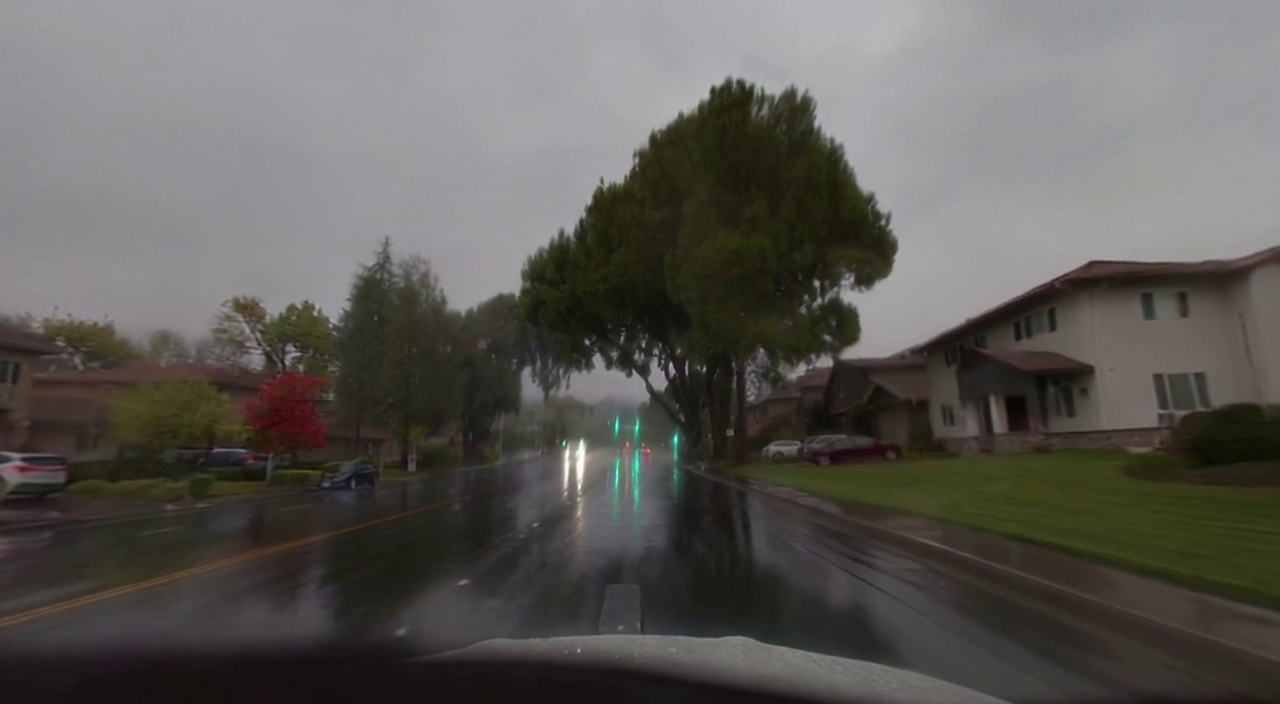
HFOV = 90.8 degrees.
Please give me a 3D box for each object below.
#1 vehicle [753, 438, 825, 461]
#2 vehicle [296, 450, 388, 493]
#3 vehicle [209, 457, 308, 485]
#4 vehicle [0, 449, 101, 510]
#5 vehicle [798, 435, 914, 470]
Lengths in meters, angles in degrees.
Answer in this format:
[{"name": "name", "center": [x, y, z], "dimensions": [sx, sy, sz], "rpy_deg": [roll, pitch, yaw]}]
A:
[{"name": "vehicle", "center": [10.679, 7.014, 45.429], "dimensions": [4.675, 1.520, 1.925], "rpy_deg": [0, -9, 0]}, {"name": "vehicle", "center": [-14.410, 5.755, 30.957], "dimensions": [2.008, 1.908, 5.305], "rpy_deg": [0, -9, -1]}, {"name": "vehicle", "center": [-21.135, 6.604, 35.086], "dimensions": [4.284, 1.431, 1.811], "rpy_deg": [0, -9, 0]}, {"name": "vehicle", "center": [-21.159, 4.181, 20.929], "dimensions": [4.756, 1.869, 2.042], "rpy_deg": [-1, -9, 3]}, {"name": "vehicle", "center": [9.991, 4.670, 29.494], "dimensions": [4.660, 1.513, 2.067], "rpy_deg": [0, -9, -1]}]
